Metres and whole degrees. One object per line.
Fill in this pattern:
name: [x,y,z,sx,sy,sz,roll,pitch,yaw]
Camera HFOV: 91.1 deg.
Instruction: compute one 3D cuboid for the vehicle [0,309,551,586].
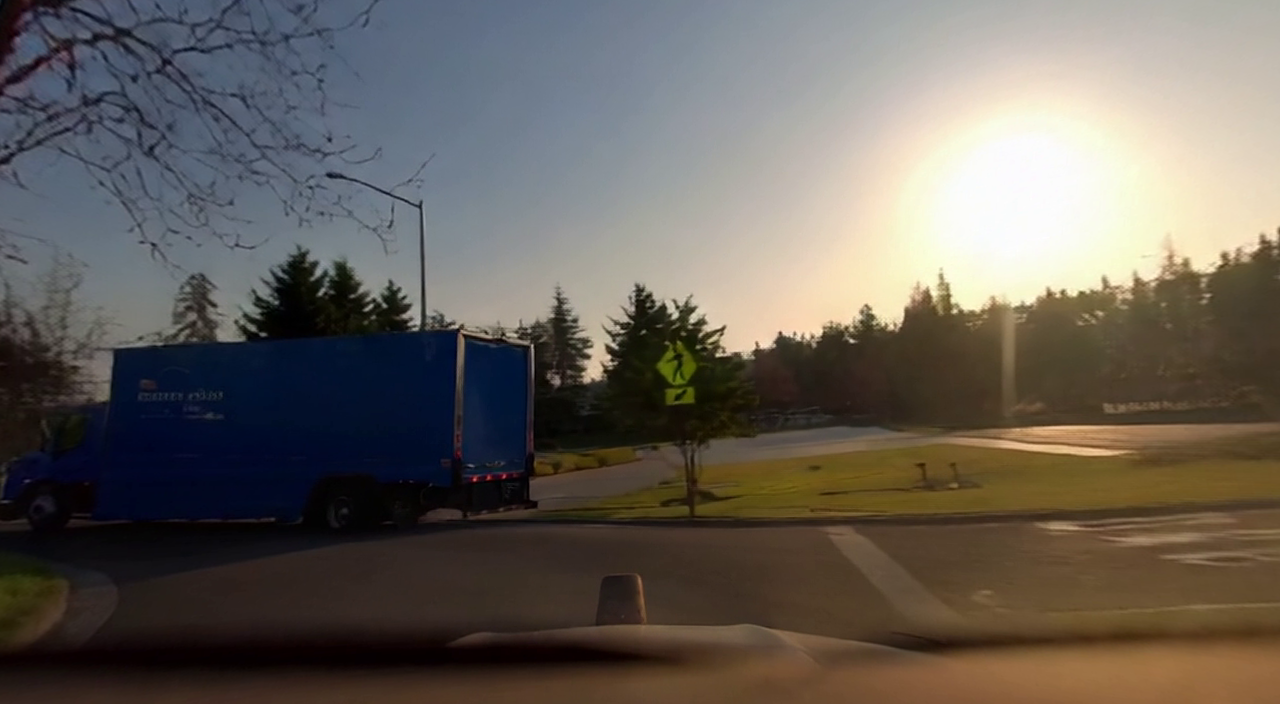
vehicle: [-6.493,1.552,10.671,9.680,3.326,2.838,-3,-8,21]
